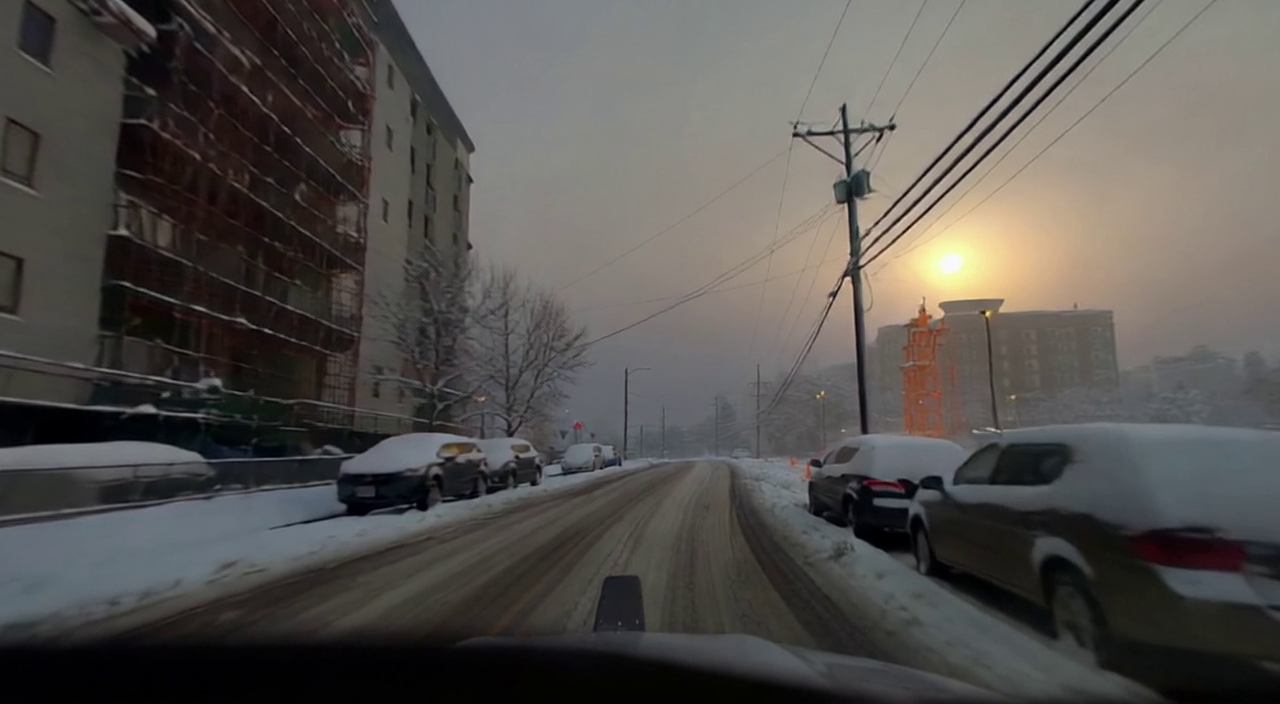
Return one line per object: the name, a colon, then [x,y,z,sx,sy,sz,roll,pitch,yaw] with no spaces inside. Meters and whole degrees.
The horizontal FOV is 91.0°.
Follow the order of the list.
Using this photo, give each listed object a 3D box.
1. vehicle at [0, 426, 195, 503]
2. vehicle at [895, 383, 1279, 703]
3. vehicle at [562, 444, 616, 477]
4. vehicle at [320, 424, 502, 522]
vehicle: [-14.003,2.785,15.927,1.948,1.660,4.316,-1,-9,8]
vehicle: [4.164,1.461,5.878,1.918,1.848,4.946,-1,-9,6]
vehicle: [-2.688,5.910,34.483,1.998,1.633,4.673,-1,-9,7]
vehicle: [-4.997,2.707,14.660,1.953,1.871,4.712,-1,-9,8]
